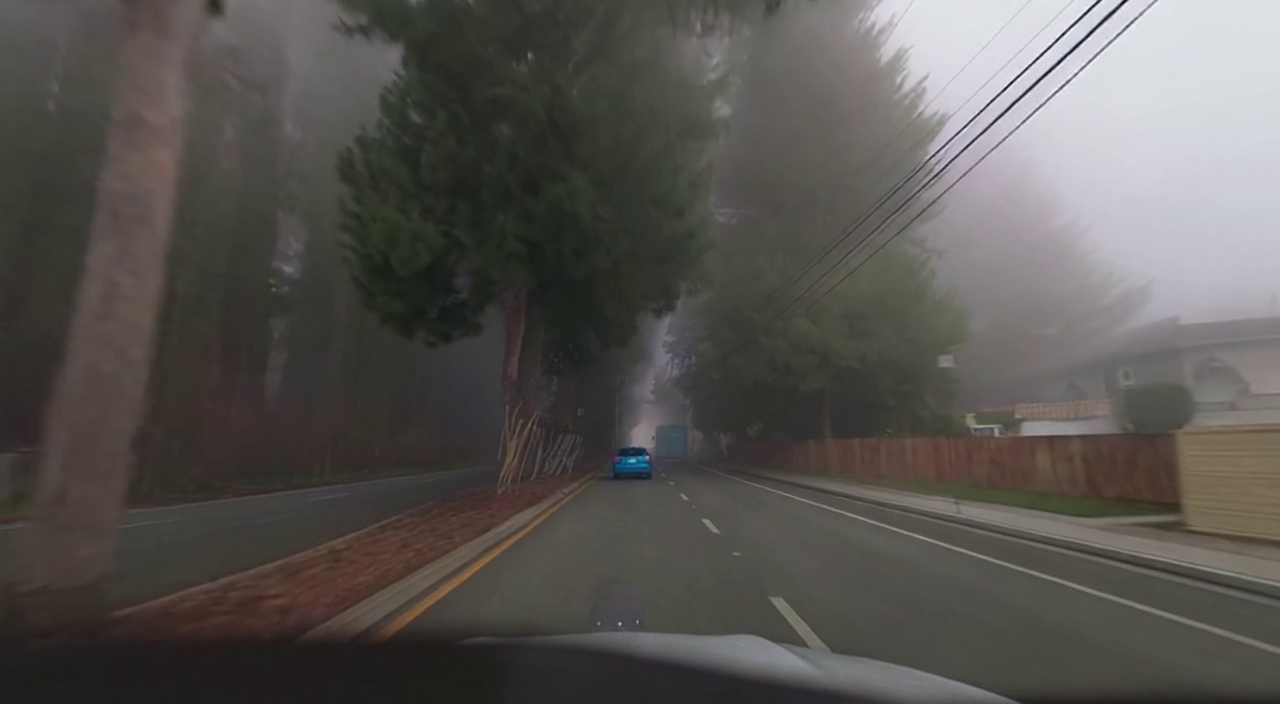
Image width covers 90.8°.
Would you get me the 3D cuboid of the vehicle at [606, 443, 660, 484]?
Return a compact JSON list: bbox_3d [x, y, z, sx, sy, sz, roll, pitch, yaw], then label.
[{"bbox_3d":[-0.278,4.449,25.598,2.018,1.511,3.993,0,-8,0],"label":"vehicle"}]
